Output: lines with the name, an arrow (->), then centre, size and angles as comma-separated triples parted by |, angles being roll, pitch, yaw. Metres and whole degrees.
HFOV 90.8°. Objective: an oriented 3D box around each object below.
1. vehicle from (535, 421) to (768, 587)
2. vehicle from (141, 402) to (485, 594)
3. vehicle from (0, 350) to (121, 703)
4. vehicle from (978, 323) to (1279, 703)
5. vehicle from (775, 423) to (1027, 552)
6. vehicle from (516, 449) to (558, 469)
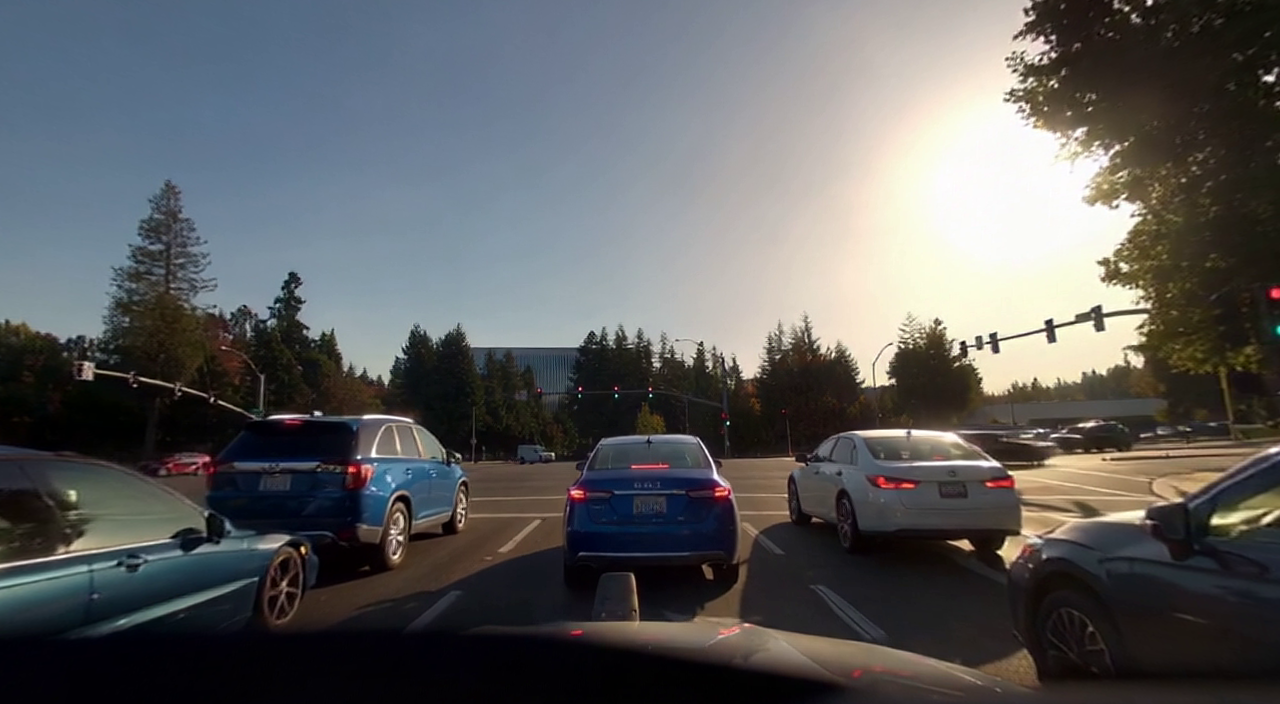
vehicle -> 0.049, 1.689, 7.826 | 2.114, 1.482, 4.056 | 0, -9, -2
vehicle -> -3.428, 1.618, 7.793 | 1.958, 1.693, 4.242 | 0, -9, 0
vehicle -> -3.337, 0.555, 0.500 | 2.034, 1.655, 4.465 | 0, -9, 0
vehicle -> 3.289, 0.709, 1.854 | 2.178, 1.691, 4.314 | 0, -9, 0
vehicle -> 3.537, 1.921, 9.647 | 1.874, 1.487, 4.404 | 0, -9, -1
vehicle -> -7.961, 8.184, 48.408 | 1.996, 1.442, 4.629 | 4, -9, -24
